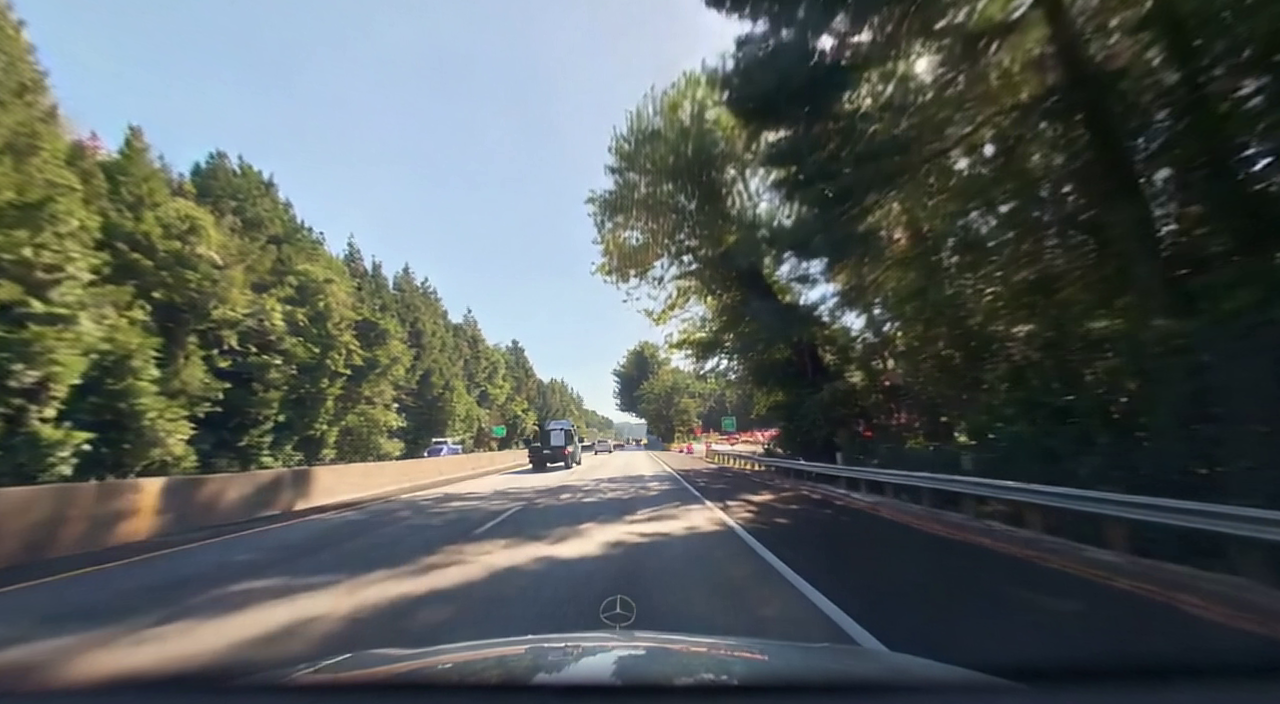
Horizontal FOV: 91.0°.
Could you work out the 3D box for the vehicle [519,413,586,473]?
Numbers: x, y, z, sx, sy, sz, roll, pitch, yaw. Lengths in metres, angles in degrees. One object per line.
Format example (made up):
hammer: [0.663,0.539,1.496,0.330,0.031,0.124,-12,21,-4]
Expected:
vehicle: [-4.177,4.498,31.253,2.484,2.625,5.907,-1,-8,0]
